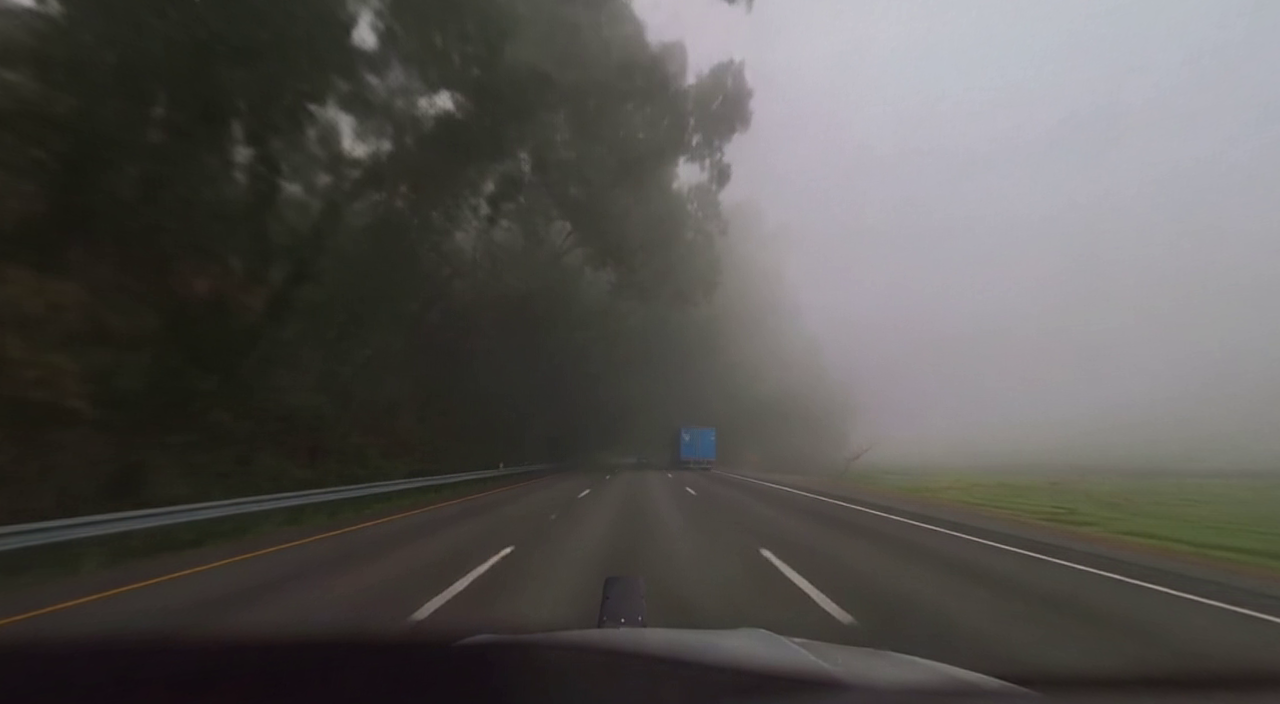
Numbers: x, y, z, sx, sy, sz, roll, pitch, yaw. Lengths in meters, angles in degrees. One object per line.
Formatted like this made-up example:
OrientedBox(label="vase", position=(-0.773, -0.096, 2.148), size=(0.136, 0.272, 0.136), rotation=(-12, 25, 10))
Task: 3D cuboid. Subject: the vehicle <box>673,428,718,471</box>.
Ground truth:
OrientedBox(label="vehicle", position=(3.806, 6.949, 44.760), size=(2.572, 2.795, 5.978), rotation=(0, -9, -1))
